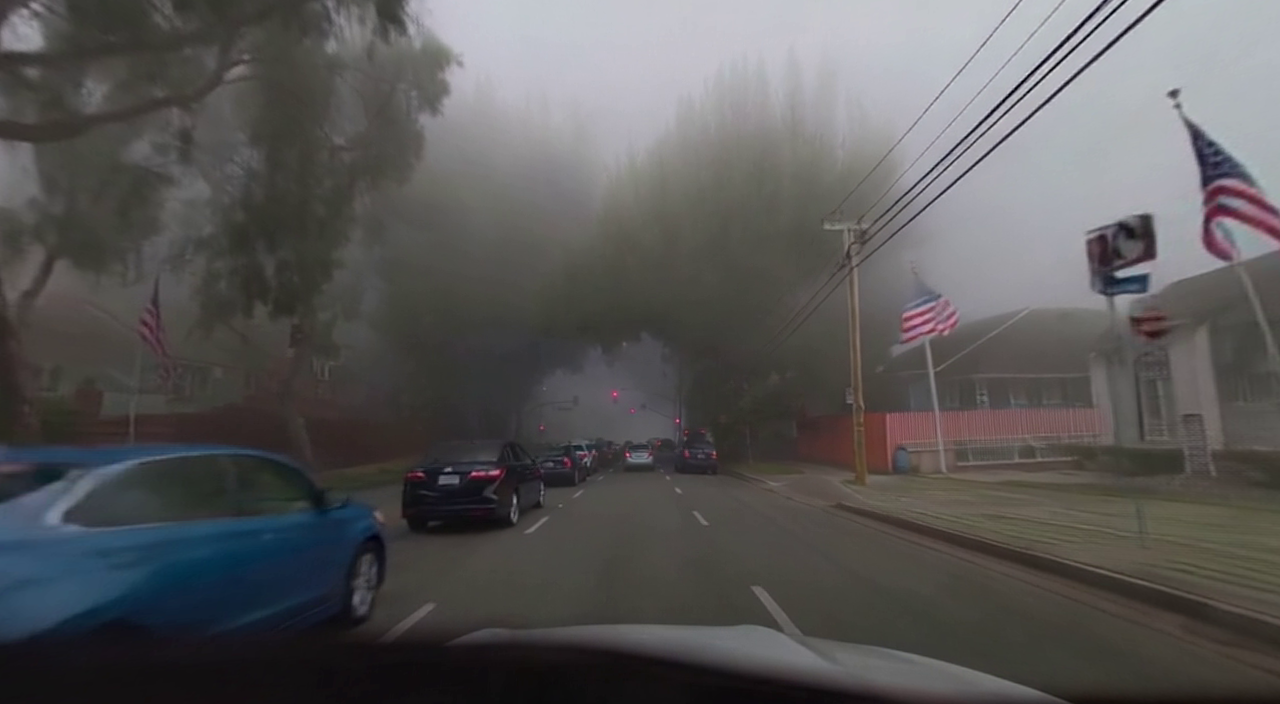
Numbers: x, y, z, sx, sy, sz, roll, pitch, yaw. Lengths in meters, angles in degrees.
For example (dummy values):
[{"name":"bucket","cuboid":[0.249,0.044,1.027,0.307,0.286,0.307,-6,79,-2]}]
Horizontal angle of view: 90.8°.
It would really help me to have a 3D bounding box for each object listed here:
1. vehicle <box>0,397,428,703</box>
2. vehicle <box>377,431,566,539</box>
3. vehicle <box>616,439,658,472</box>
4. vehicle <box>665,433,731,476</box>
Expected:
[{"name":"vehicle","cuboid":[-3.008,1.139,3.659,1.970,1.477,4.380,0,-9,1]},{"name":"vehicle","cuboid":[-2.650,2.218,11.234,2.081,1.488,4.566,0,-9,0]},{"name":"vehicle","cuboid":[-0.170,5.054,31.017,1.927,1.453,3.848,0,-9,0]},{"name":"vehicle","cuboid":[2.352,4.338,26.923,2.258,1.682,4.635,0,-9,-1]}]
